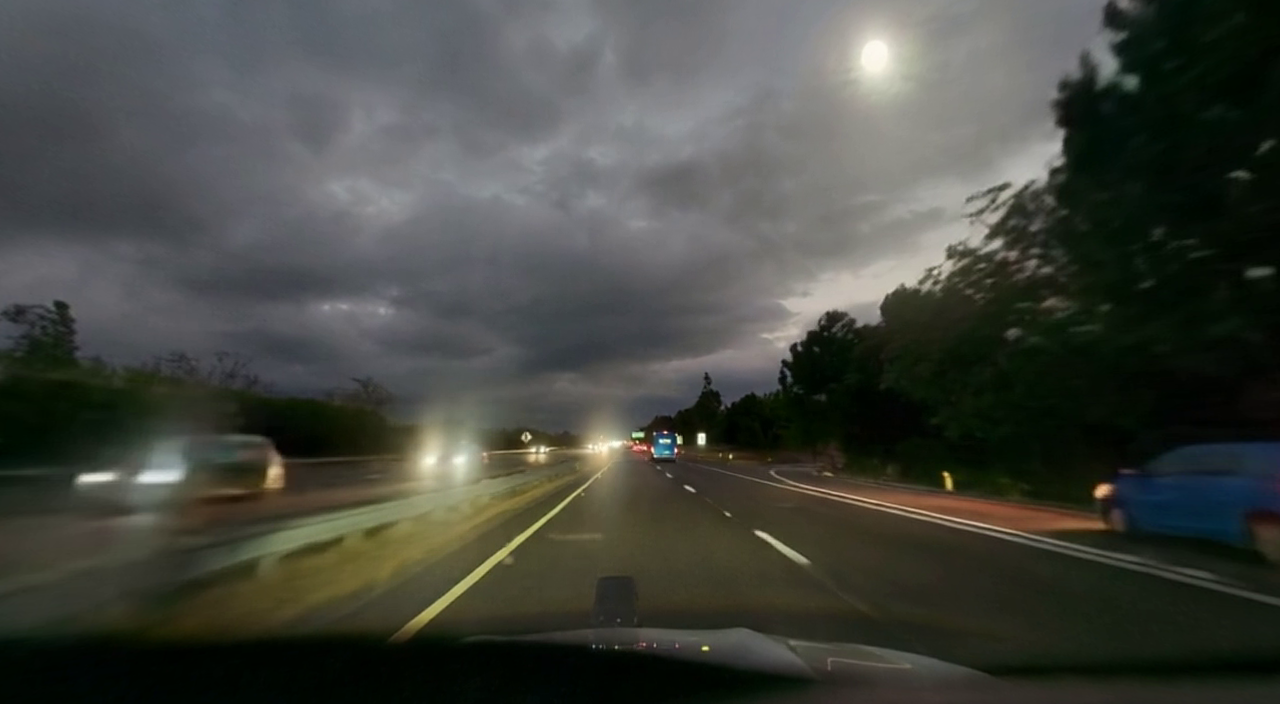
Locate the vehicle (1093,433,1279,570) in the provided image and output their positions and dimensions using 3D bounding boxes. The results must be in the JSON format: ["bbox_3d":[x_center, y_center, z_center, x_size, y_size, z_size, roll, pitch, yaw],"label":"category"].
[{"bbox_3d":[7.904,1.745,7.597,1.942,1.462,3.926,0,-9,1],"label":"vehicle"}]

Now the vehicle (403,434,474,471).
[{"bbox_3d":[-8.727,4.412,27.557,1.835,1.514,3.837,0,-9,0],"label":"vehicle"}]

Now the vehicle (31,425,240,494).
[{"bbox_3d":[-12.685,2.759,16.245,1.965,1.531,4.110,0,-9,0],"label":"vehicle"}]
